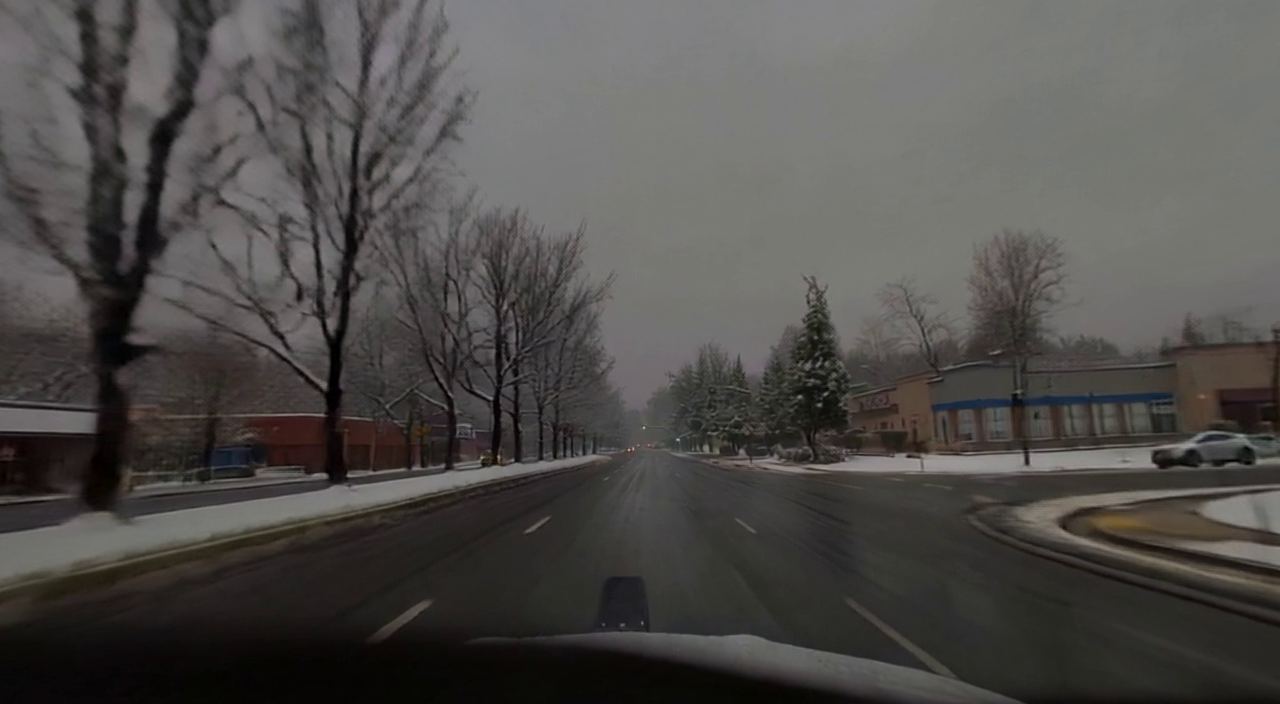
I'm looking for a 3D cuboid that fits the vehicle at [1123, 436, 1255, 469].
[{"bbox_3d":[24.383,4.472,28.082,4.253,1.418,1.776,0,-9,-2],"label":"vehicle"}]
